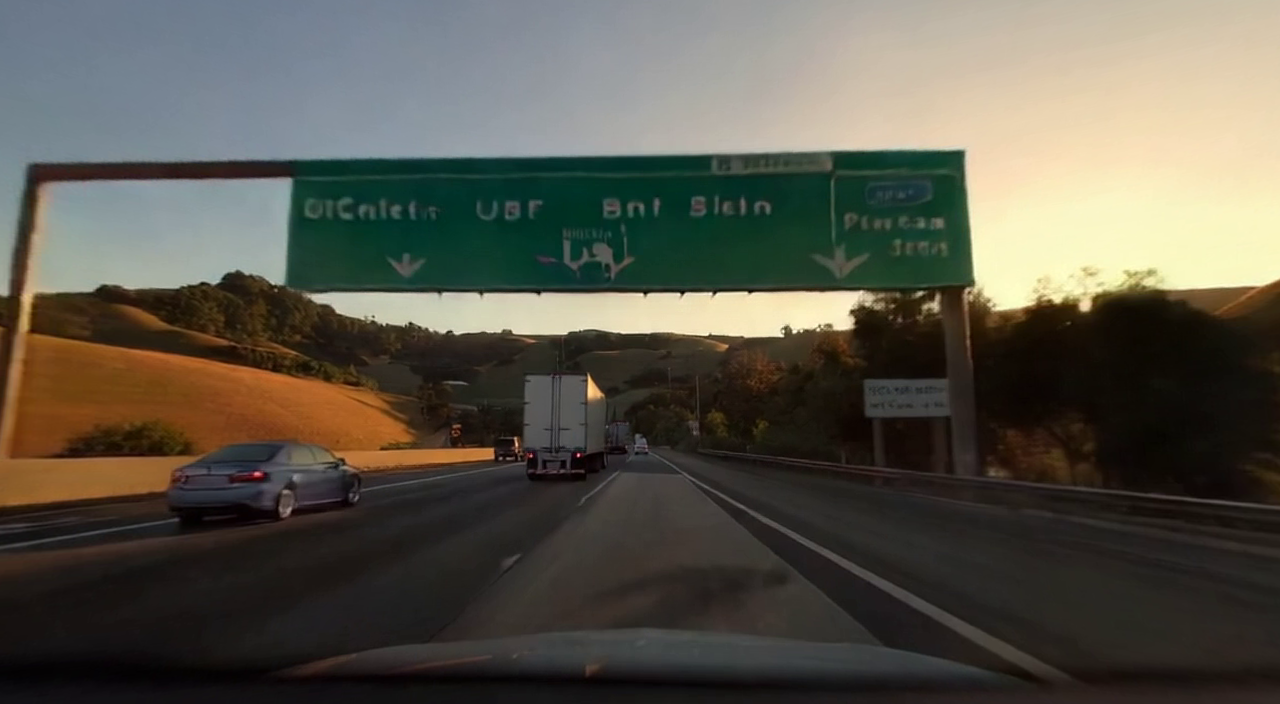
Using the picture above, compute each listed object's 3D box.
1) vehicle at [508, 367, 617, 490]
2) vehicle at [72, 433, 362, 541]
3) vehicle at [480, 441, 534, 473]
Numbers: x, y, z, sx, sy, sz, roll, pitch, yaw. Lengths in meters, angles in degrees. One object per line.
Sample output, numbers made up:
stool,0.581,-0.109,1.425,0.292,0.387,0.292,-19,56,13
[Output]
vehicle,-3.017,3.888,30.480,3.202,4.352,16.251,0,-9,0
vehicle,-6.986,2.243,11.211,1.911,1.494,4.555,0,-9,1
vehicle,-7.164,5.664,34.344,1.949,1.604,4.456,0,-9,0
